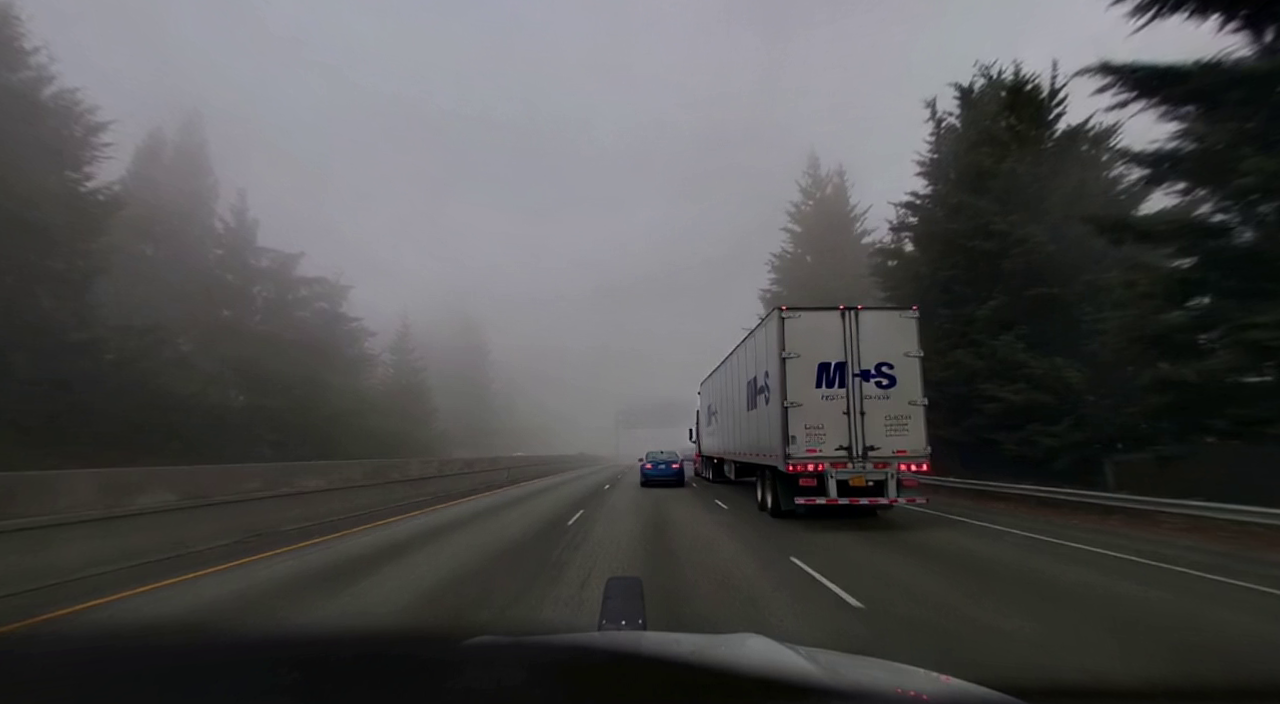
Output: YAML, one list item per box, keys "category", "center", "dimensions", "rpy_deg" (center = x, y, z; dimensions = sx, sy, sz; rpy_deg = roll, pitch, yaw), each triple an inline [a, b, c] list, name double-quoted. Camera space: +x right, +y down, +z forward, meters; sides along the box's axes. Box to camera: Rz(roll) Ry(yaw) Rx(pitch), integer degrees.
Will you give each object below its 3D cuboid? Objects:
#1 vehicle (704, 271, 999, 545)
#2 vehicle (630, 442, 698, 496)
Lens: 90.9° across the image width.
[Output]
- category: "vehicle"
  center: [3.830, 1.853, 16.495]
  dimensions: [3.002, 4.104, 14.174]
  rpy_deg: [0, -9, 1]
- category: "vehicle"
  center: [0.726, 3.930, 21.520]
  dimensions: [2.121, 1.642, 3.828]
  rpy_deg: [0, -9, 0]
